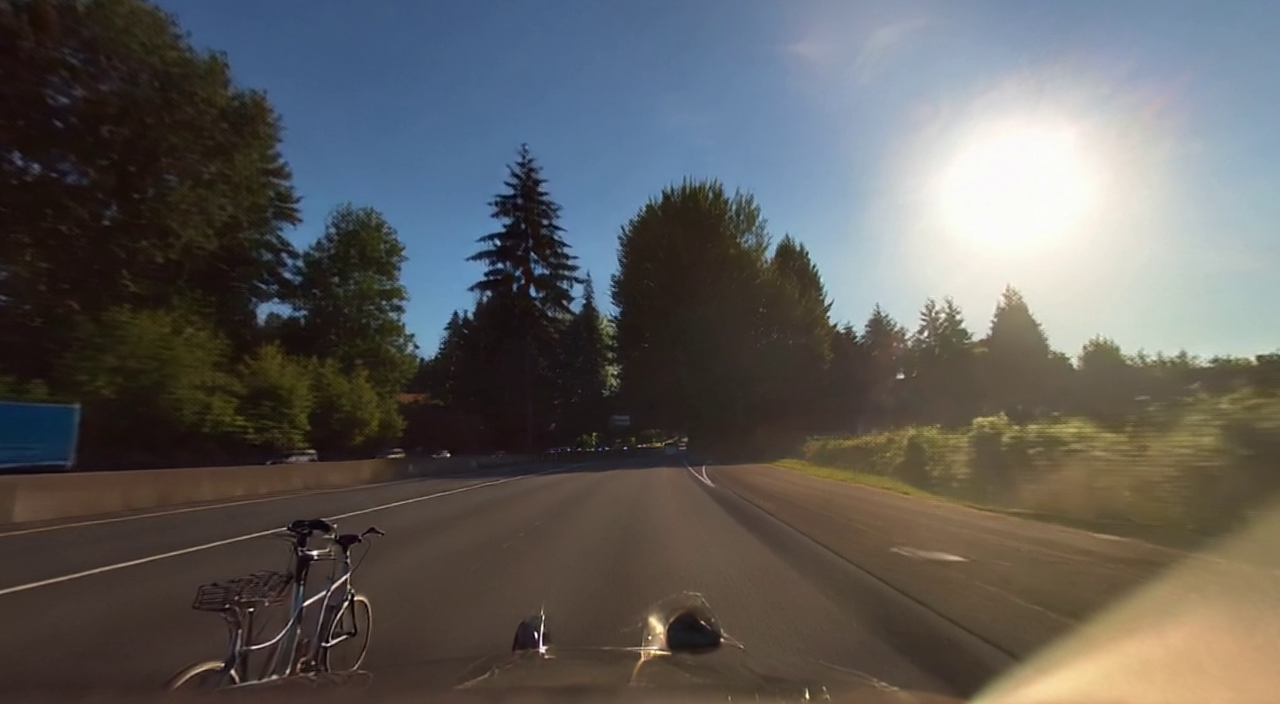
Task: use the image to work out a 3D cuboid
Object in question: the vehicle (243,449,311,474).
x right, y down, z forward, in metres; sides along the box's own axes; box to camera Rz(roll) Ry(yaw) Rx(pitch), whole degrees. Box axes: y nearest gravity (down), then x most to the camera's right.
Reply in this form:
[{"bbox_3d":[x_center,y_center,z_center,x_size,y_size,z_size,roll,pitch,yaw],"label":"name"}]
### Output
[{"bbox_3d":[-25.047,7.560,43.670,1.955,1.626,4.310,0,-9,2],"label":"vehicle"}]
